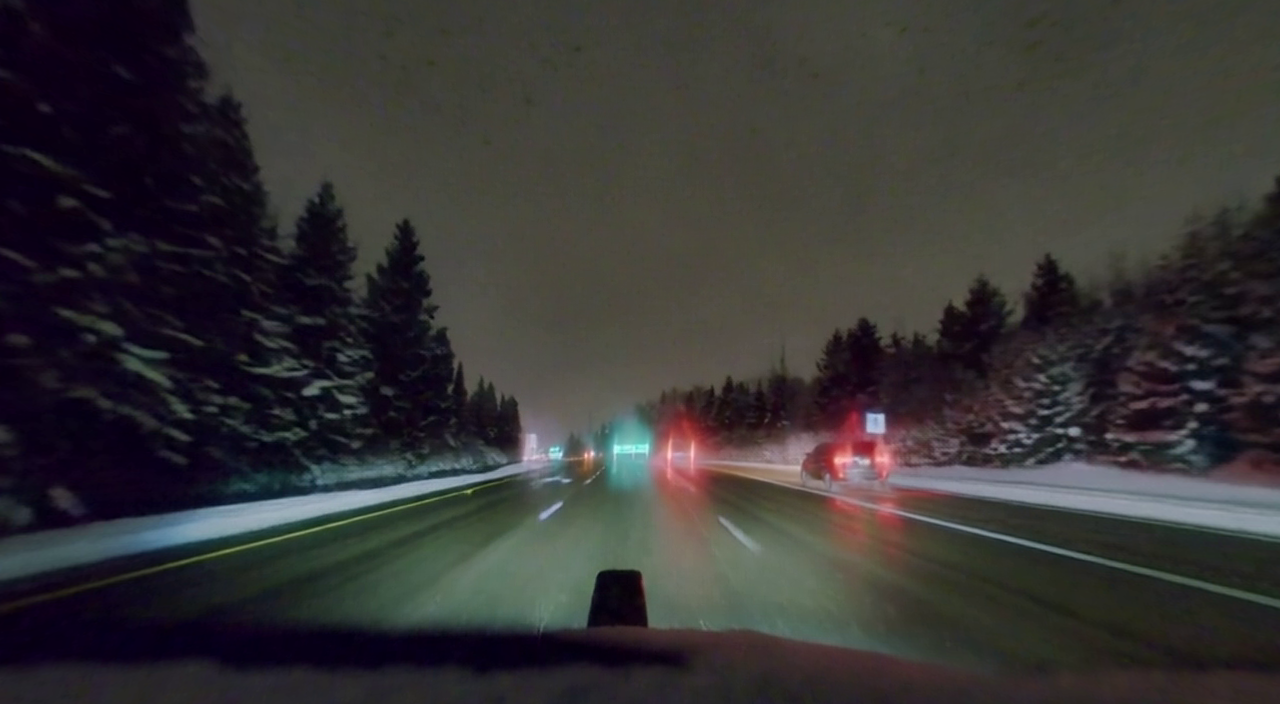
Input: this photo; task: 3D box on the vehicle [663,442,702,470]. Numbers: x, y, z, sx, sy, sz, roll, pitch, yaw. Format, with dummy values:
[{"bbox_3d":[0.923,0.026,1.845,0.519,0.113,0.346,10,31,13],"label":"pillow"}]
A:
[{"bbox_3d":[2.947,7.341,44.450,2.233,1.861,4.494,1,-9,-3],"label":"vehicle"}]
